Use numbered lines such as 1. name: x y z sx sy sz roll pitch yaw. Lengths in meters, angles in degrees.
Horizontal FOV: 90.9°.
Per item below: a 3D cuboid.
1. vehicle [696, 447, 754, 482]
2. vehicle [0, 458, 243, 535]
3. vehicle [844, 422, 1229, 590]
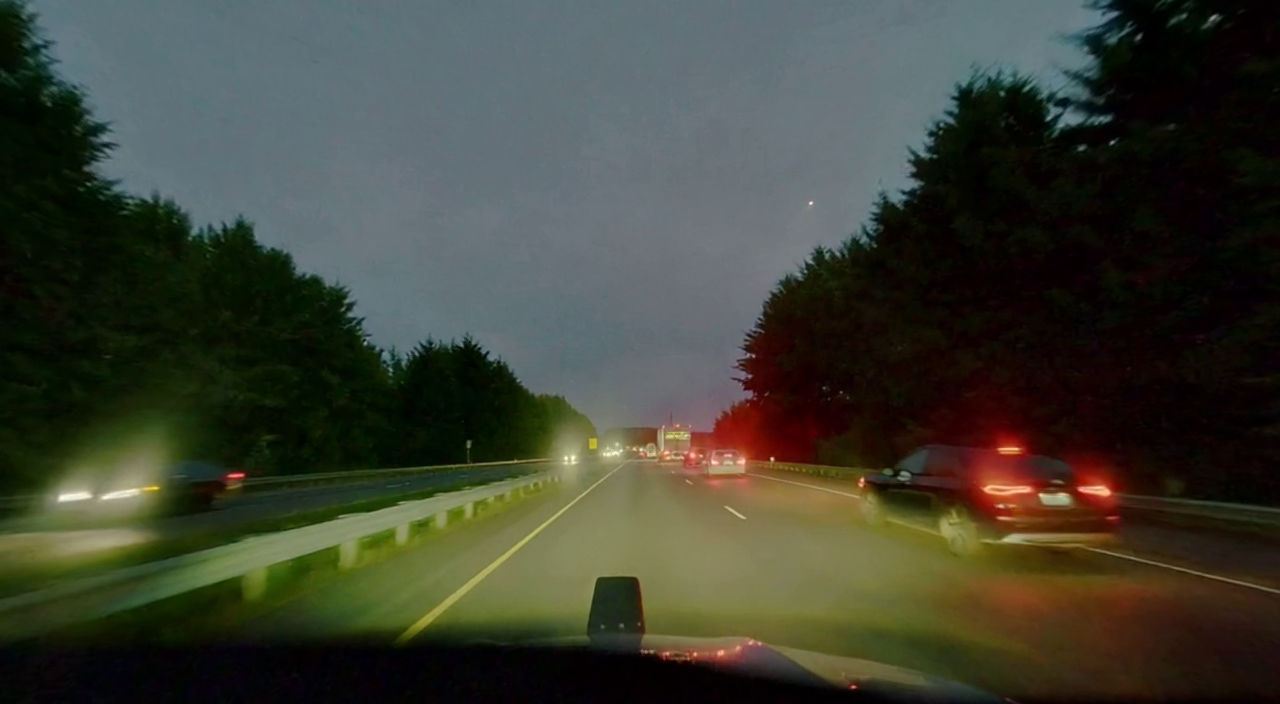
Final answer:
1. vehicle: 3.974 5.309 30.145 2.031 1.491 4.883 0 -9 -1
2. vehicle: -12.678 3.479 15.814 2.197 1.503 4.962 0 -9 0
3. vehicle: 4.472 1.796 8.254 1.995 1.544 4.579 0 -9 -1
